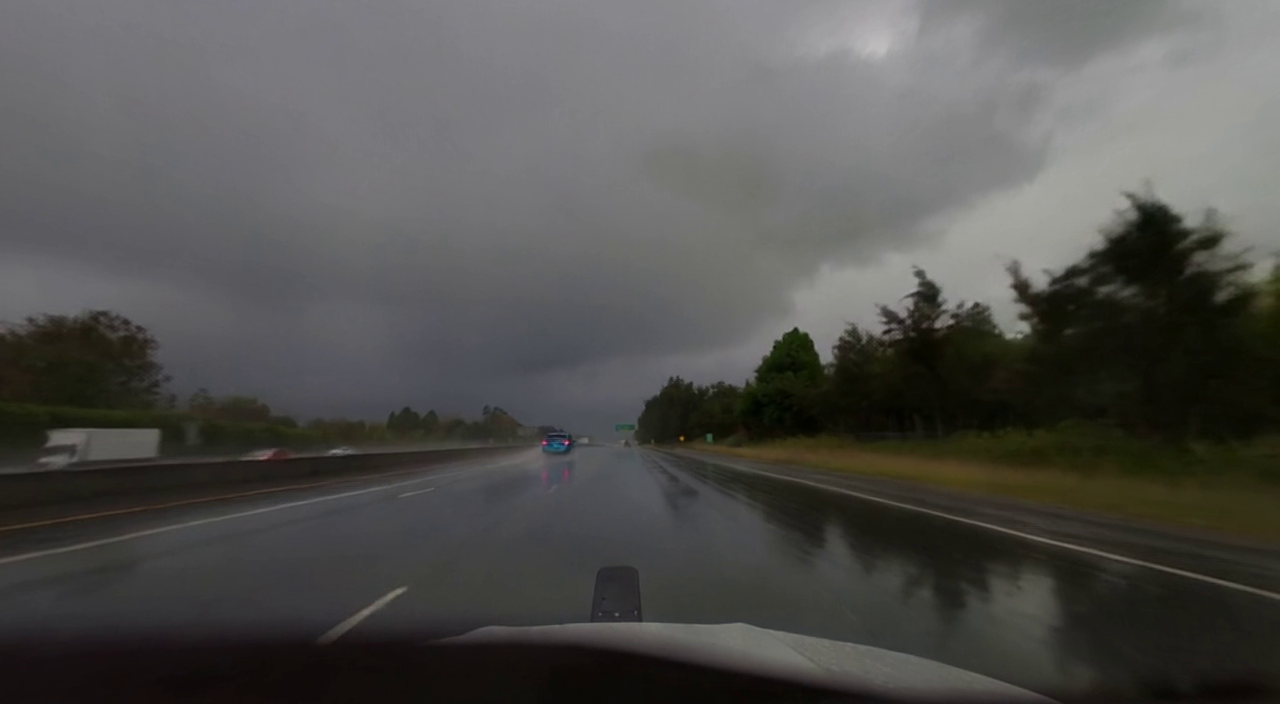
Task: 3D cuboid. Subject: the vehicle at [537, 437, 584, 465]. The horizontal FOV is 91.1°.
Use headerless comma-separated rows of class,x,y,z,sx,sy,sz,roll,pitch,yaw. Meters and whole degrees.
vehicle,-4.347,5.477,35.099,2.063,1.496,4.225,0,-8,0
